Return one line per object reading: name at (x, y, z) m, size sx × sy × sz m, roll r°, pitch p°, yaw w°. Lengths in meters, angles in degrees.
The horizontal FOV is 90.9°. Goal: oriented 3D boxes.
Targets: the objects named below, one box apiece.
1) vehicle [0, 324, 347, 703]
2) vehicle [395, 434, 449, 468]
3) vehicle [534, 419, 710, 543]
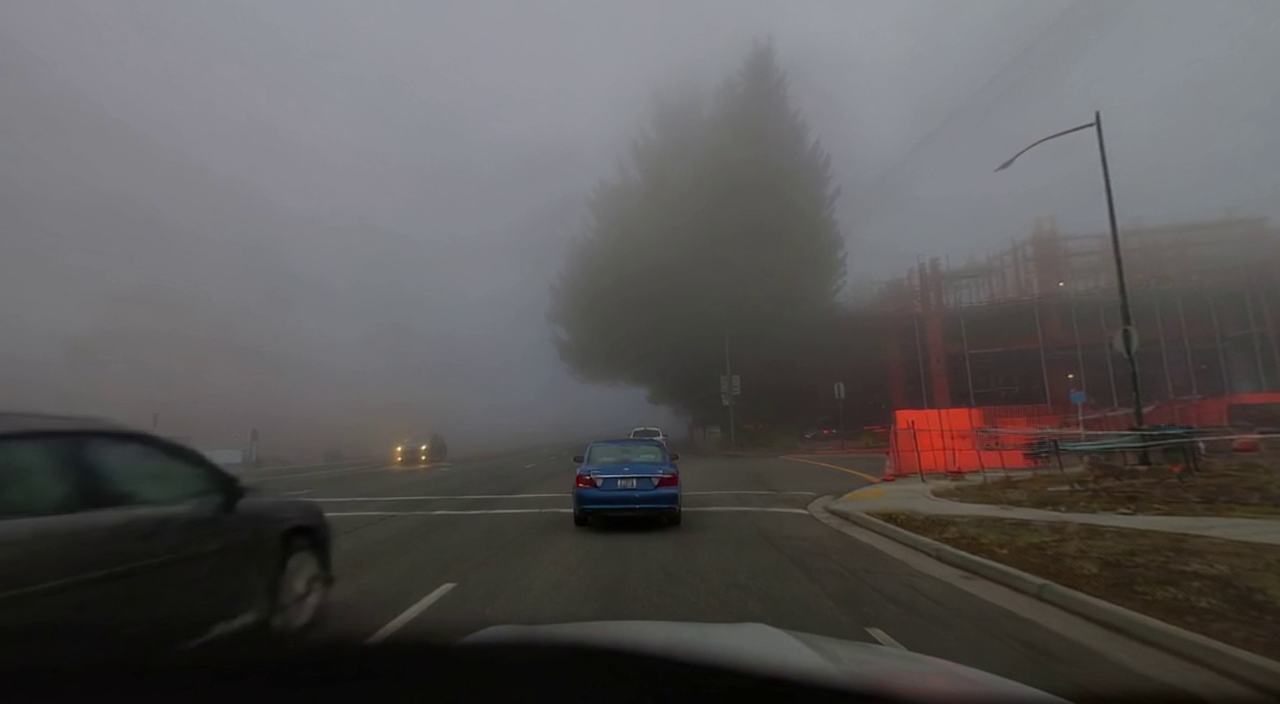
vehicle at (-3.312, 0.797, 2.521) m, size 2.139 × 1.680 × 4.344 m, roll 0°, pitch -8°, yaw 1°
vehicle at (-10.485, 4.714, 30.113) m, size 2.072 × 1.465 × 4.394 m, roll 3°, pitch -9°, yaw -22°
vehicle at (-0.213, 1.853, 9.687) m, size 2.112 × 1.482 × 4.076 m, roll 0°, pitch -8°, yaw 0°
